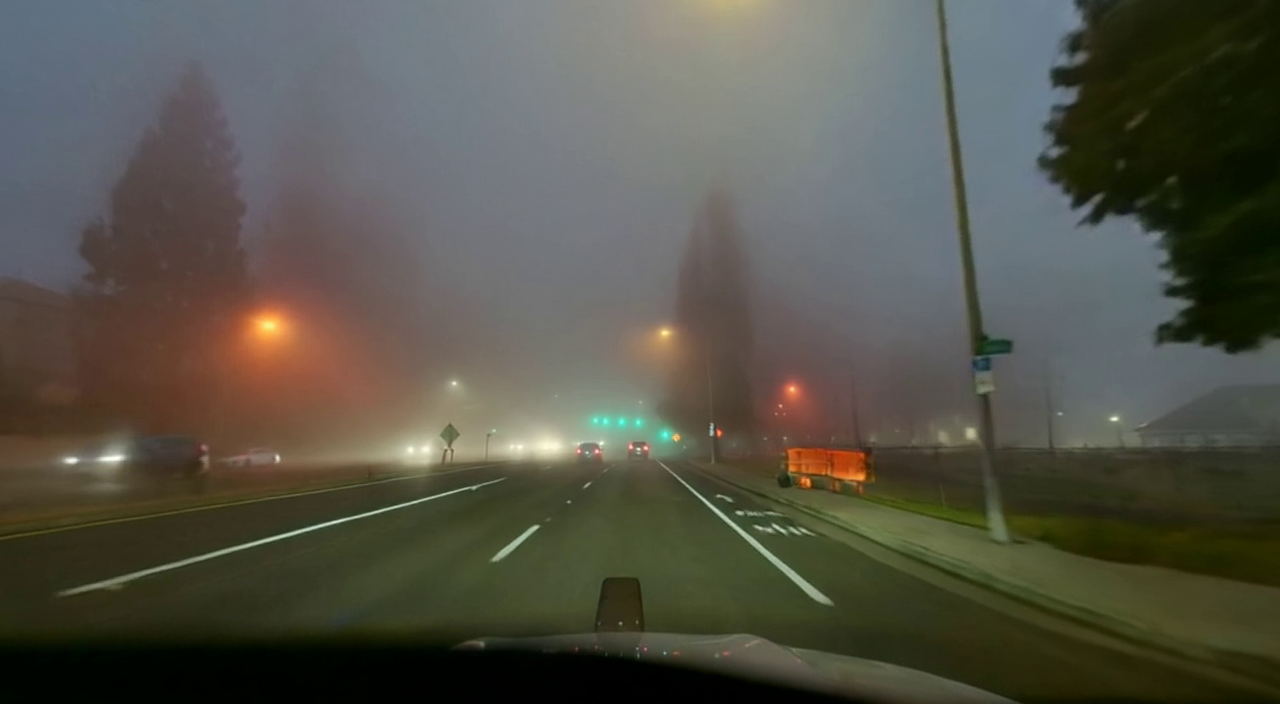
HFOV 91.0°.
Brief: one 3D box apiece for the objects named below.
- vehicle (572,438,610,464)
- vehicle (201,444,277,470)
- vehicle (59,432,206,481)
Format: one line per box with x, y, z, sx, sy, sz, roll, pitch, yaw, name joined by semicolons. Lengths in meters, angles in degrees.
-3.317;6.873;43.689;2.198;1.663;4.519;0;-8;1;vehicle
-24.746;6.489;39.058;1.834;1.502;4.346;0;-9;0;vehicle
-20.791;4.286;26.152;2.046;1.823;4.753;0;-9;1;vehicle
